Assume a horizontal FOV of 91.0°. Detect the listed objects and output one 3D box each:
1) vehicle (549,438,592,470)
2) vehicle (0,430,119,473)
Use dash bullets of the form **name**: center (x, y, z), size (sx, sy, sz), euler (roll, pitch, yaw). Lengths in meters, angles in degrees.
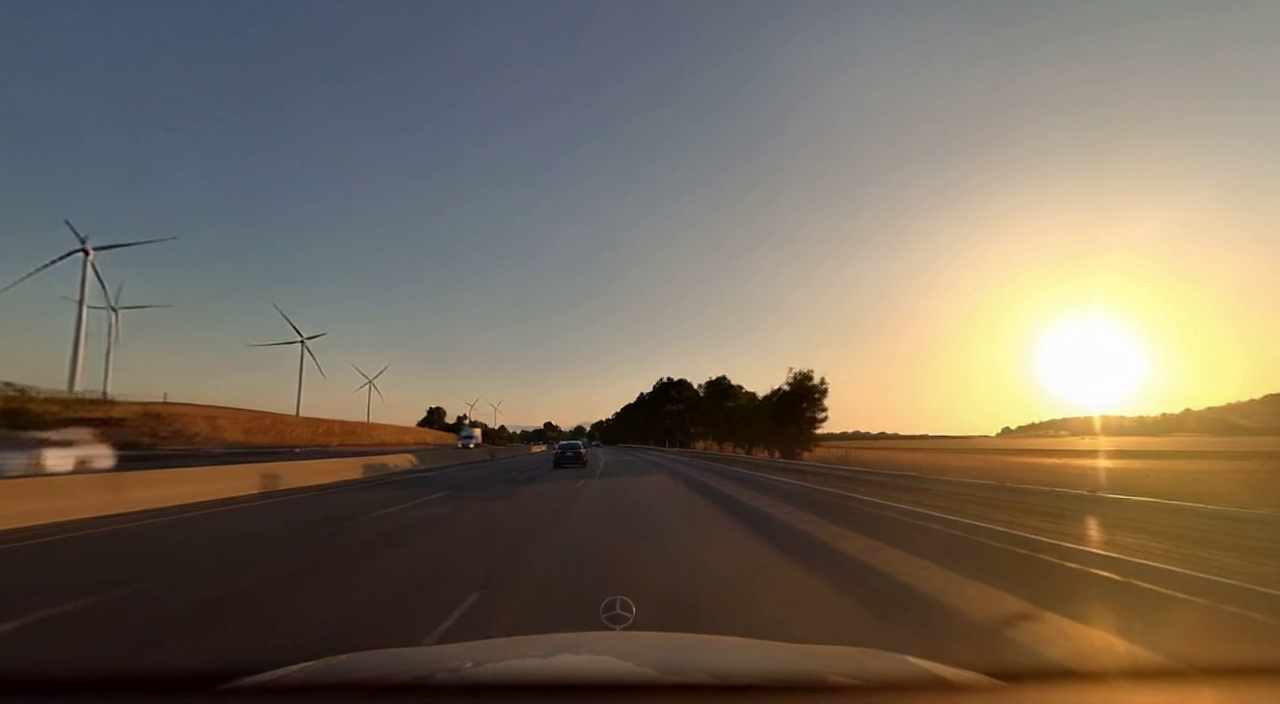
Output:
- **vehicle**: center (-3.664, 5.452, 33.964), size (2.053, 1.549, 4.097), euler (0, -8, -3)
- **vehicle**: center (-23.198, 3.849, 24.585), size (1.941, 1.483, 4.526), euler (0, -8, -2)
